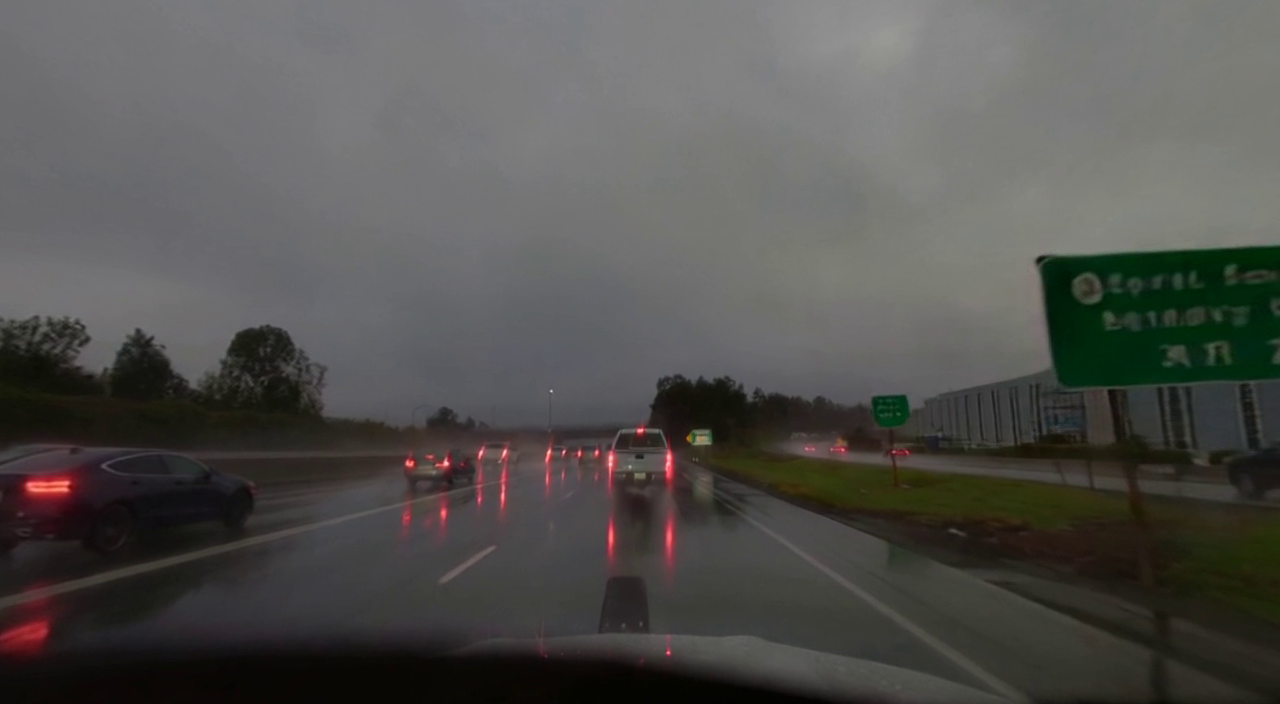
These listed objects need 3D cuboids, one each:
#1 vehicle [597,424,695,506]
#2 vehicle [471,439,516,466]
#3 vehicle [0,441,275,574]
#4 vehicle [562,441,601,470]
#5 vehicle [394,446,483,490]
[{"bbox_3d":[0.132,2.780,15.887,2.152,1.779,3.924,0,-9,0],"label":"vehicle"},{"bbox_3d":[-11.288,7.795,49.105,2.157,1.941,5.544,0,-9,0],"label":"vehicle"},{"bbox_3d":[-7.548,2.053,9.184,1.864,1.458,4.295,0,-9,0],"label":"vehicle"},{"bbox_3d":[-3.475,6.225,38.193,1.952,1.649,4.131,0,-9,1],"label":"vehicle"},{"bbox_3d":[-7.314,4.238,23.380,1.869,1.466,4.217,0,-9,1],"label":"vehicle"}]
